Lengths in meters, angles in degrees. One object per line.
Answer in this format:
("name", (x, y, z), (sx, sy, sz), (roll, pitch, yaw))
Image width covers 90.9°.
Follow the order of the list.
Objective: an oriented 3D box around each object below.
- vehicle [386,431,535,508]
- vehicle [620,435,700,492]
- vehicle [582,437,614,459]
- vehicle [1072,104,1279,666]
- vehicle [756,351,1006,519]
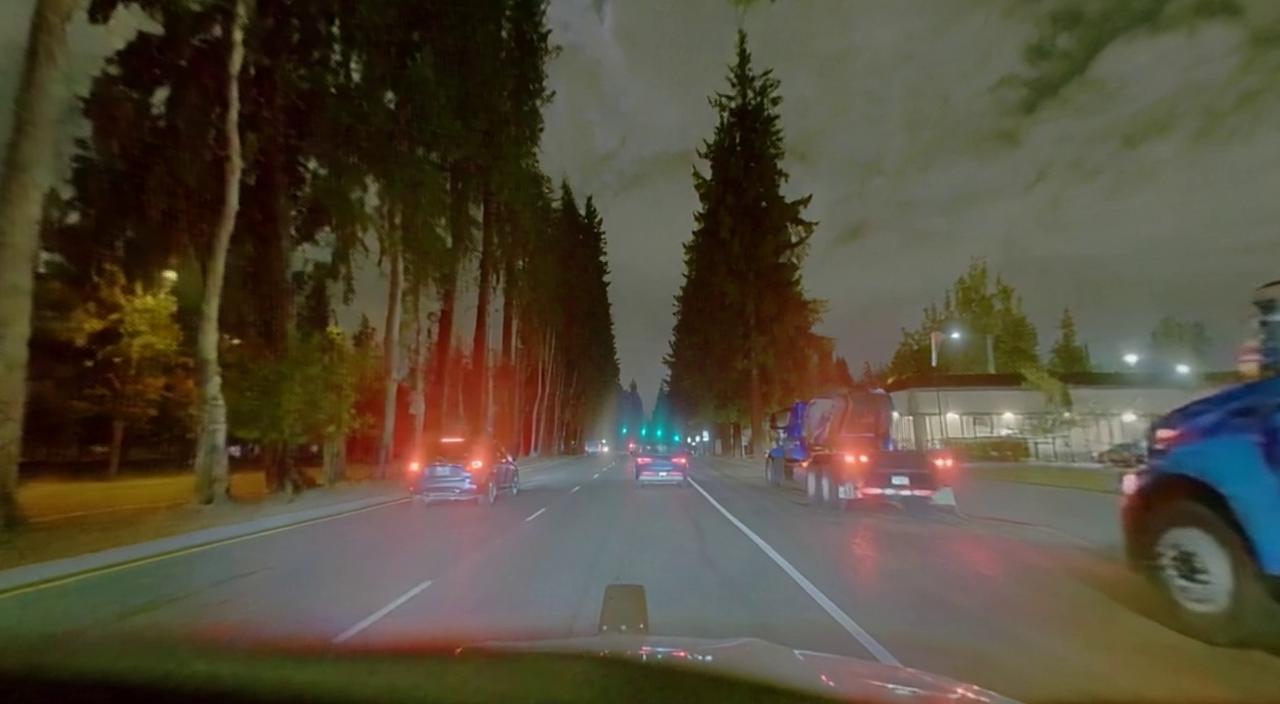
("vehicle", (-3.961, 2.679, 14.926), (2.003, 1.507, 4.808), (0, -8, 2))
("vehicle", (0.571, 3.203, 18.476), (2.086, 1.466, 4.026), (0, -8, 2))
("vehicle", (-3.262, 7.571, 49.603), (2.062, 1.641, 4.193), (0, -8, 2))
("vehicle", (5.507, -0.316, 0.343), (2.867, 3.600, 11.047), (0, -8, 1))
("vehicle", (5.488, 2.223, 16.742), (3.089, 3.258, 8.841), (0, -8, 0))
